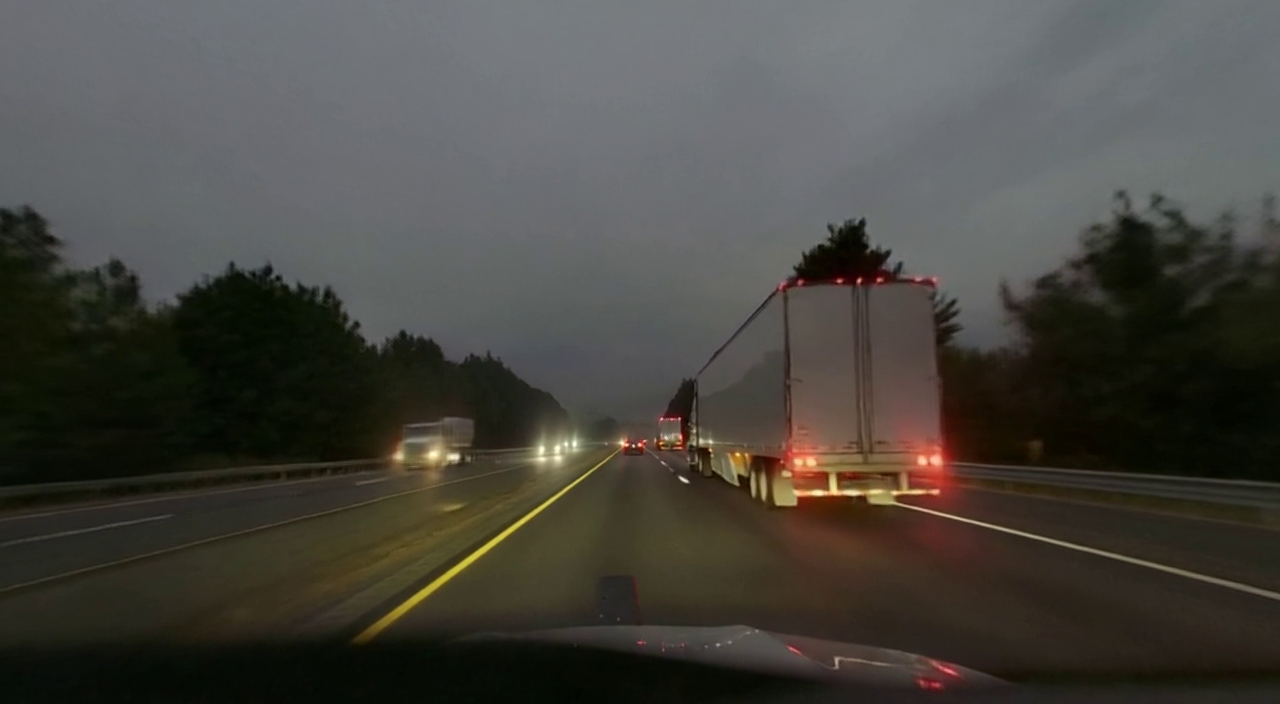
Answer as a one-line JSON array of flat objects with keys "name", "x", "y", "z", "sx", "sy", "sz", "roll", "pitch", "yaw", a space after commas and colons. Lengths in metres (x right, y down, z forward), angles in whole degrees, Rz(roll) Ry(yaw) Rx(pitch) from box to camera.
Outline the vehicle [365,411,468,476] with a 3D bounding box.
[{"name": "vehicle", "x": -12.586, "y": 5.251, "z": 36.333, "sx": 2.977, "sy": 3.133, "sz": 8.363, "roll": -3, "pitch": -8, "yaw": 0}]

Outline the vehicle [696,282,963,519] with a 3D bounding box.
[{"name": "vehicle", "x": 3.773, "y": 1.691, "z": 17.539, "sx": 2.919, "sy": 4.004, "sz": 13.911, "roll": 0, "pitch": -8, "yaw": -1}]
